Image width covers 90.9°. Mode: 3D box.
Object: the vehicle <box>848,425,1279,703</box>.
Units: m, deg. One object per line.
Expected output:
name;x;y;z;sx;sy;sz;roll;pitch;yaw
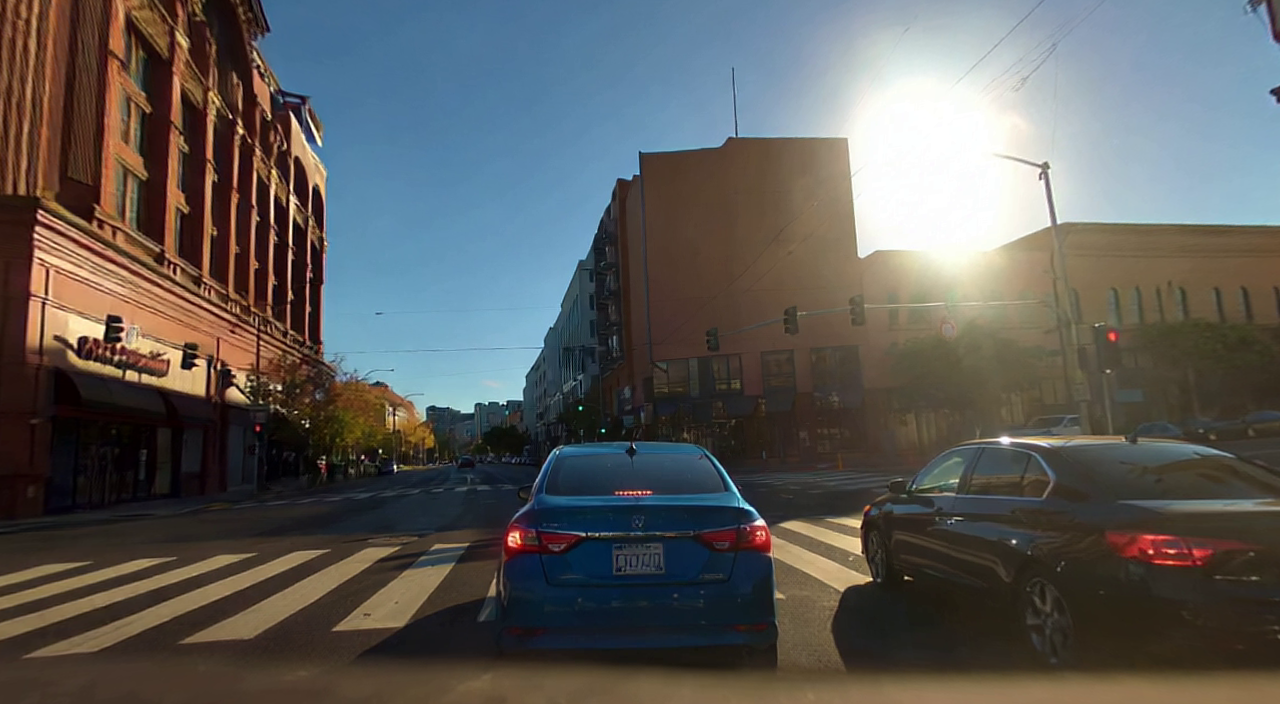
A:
vehicle;3.347;1.376;5.086;1.860;1.430;4.089;0;-8;-1

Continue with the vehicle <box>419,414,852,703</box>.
vehicle;-0.054;1.350;5.161;2.094;1.481;4.078;0;-8;-1
